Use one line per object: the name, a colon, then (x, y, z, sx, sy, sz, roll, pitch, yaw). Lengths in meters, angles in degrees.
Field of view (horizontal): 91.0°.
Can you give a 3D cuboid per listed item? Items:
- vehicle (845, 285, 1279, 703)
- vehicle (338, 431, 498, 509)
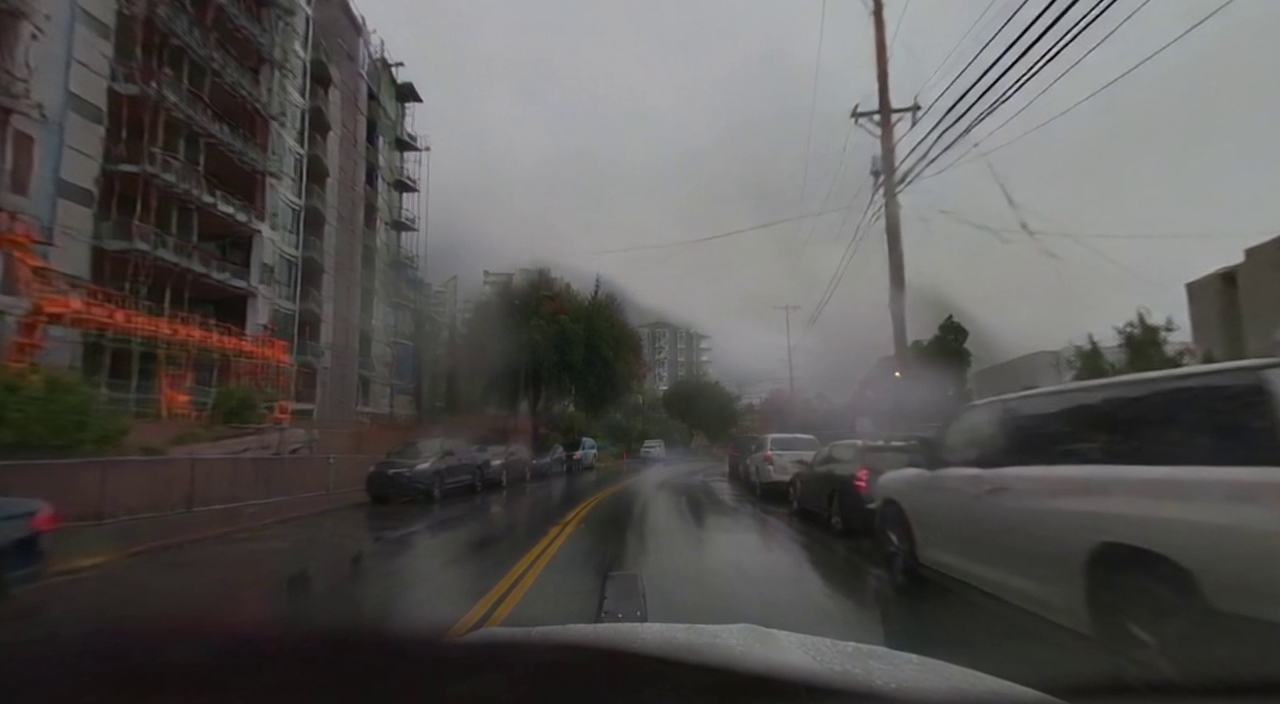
vehicle: (3.145, 0.995, 3.990, 2.000, 1.871, 4.797, 0, -9, -1)
vehicle: (-6.043, 3.293, 18.160, 2.194, 1.861, 5.725, -1, -9, 4)
